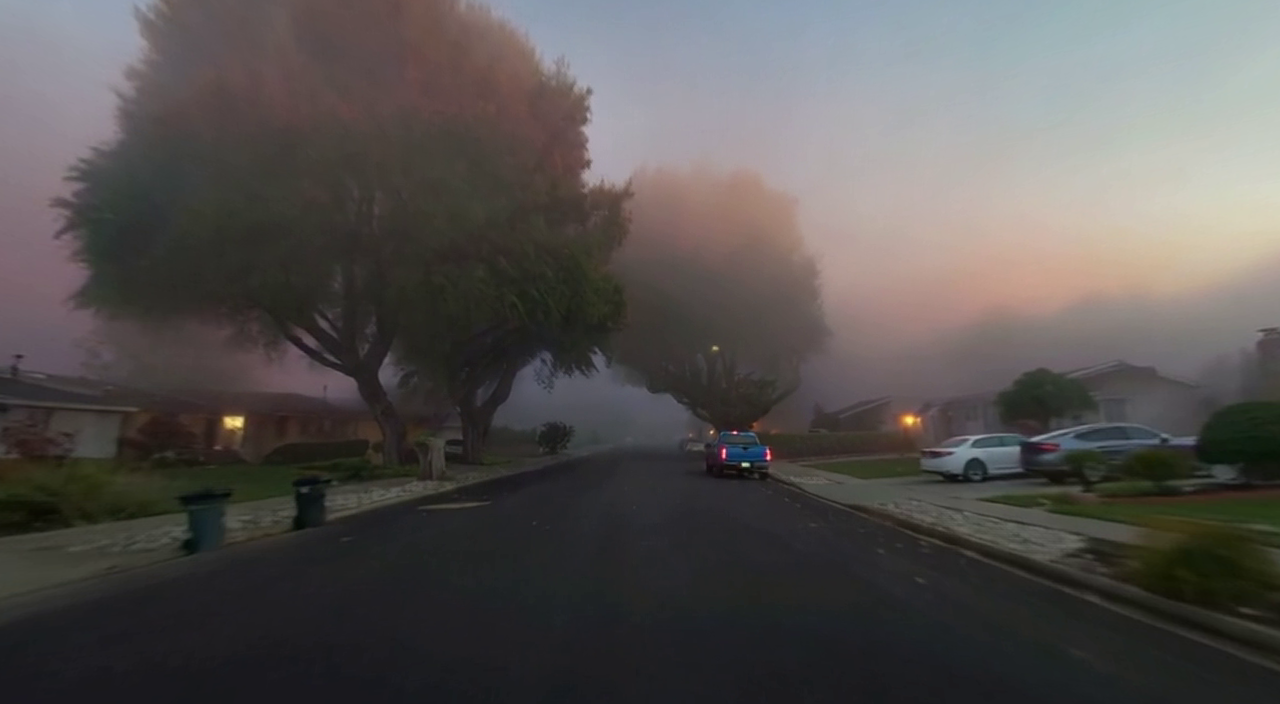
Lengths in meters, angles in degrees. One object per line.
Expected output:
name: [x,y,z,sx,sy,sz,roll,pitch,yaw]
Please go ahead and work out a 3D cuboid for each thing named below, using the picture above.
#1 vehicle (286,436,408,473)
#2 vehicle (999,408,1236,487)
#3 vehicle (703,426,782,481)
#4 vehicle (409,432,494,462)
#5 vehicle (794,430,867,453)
vehicle: [-12.448,4.352,27.036,4.225,1.498,1.917,0,-8,2]
vehicle: [11.677,2.363,15.765,4.069,1.680,2.156,-2,-7,3]
vehicle: [4.009,4.100,25.910,2.313,1.962,6.029,0,-8,1]
vehicle: [-12.095,6.118,40.740,4.807,1.846,2.024,0,-8,4]
vehicle: [13.114,6.186,43.688,4.486,1.579,1.880,-1,-8,4]
